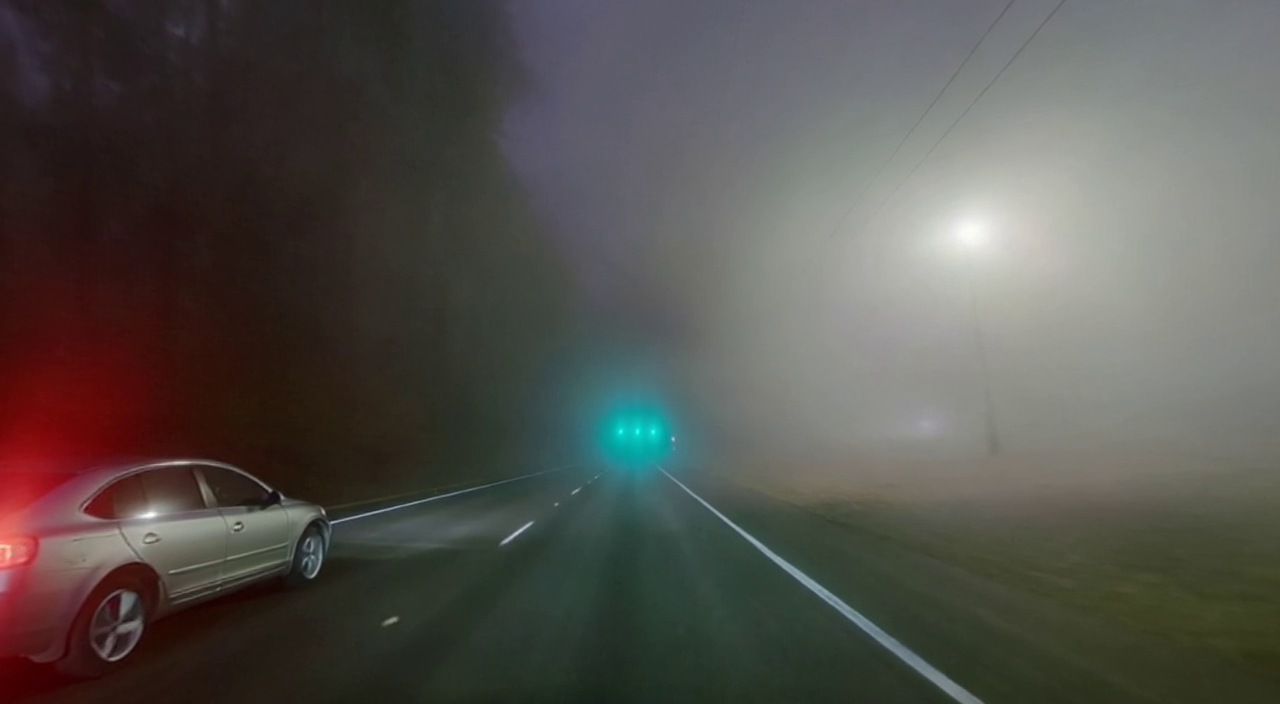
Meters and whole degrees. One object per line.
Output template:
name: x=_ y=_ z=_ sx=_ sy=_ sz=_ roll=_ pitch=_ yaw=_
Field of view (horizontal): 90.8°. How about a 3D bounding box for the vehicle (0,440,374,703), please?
vehicle: x=-4.097 y=1.480 z=5.262 sx=1.946 sy=1.437 sz=4.154 roll=0 pitch=-8 yaw=0
